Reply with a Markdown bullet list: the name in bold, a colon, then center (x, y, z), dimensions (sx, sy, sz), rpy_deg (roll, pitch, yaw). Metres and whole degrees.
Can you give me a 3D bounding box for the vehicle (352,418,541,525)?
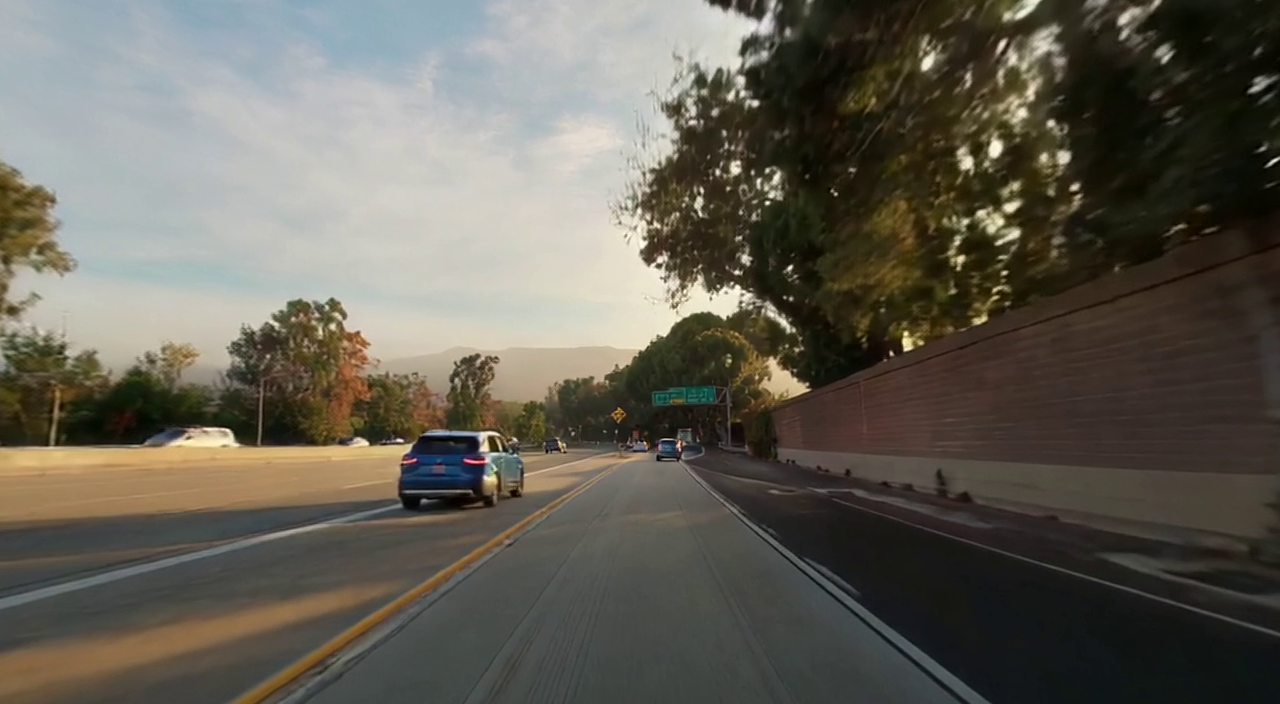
- **vehicle**: center (-3.526, 2.296, 12.665), dimensions (2.151, 1.707, 4.759), rpy_deg (0, -9, 2)
